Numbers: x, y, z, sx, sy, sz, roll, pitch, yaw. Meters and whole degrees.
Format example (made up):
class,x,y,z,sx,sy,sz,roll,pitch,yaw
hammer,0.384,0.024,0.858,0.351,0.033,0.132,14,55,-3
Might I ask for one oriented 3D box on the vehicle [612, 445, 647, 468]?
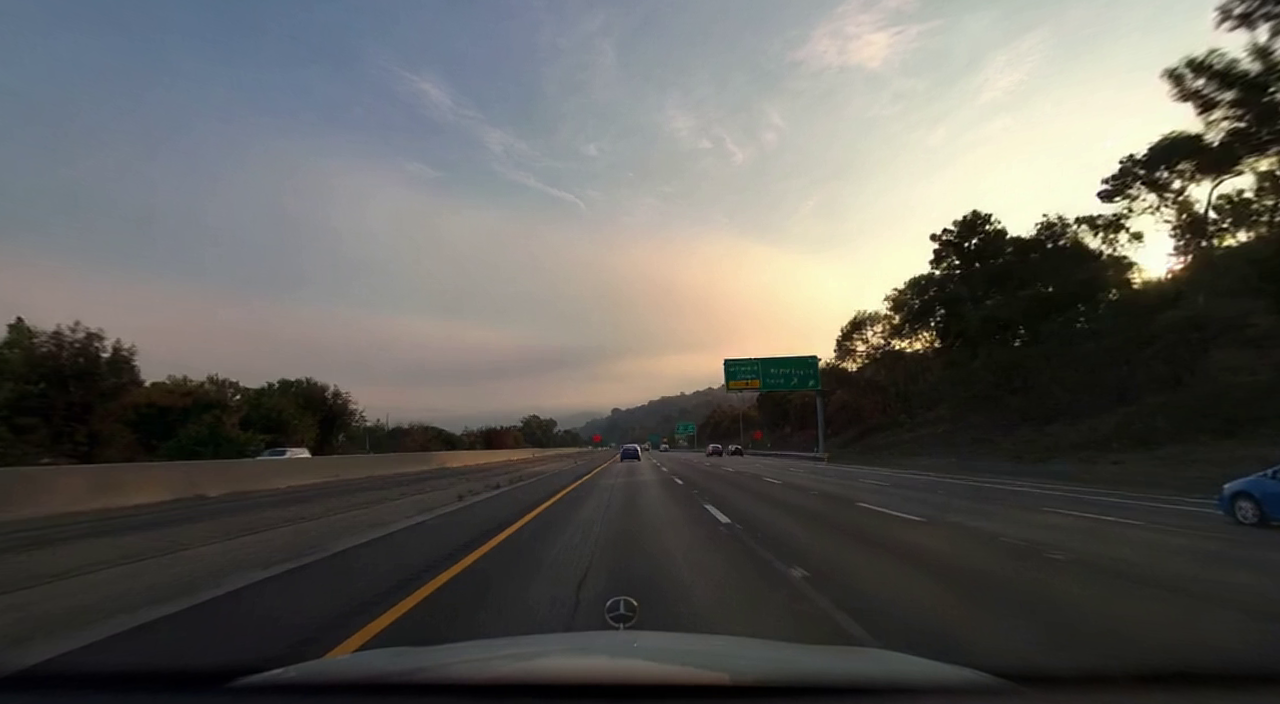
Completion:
class,x,y,z,sx,sy,sz,roll,pitch,yaw
vehicle,-0.593,6.235,37.895,2.004,1.259,3.781,1,-8,0

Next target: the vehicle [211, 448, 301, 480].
class,x,y,z,sx,sy,sz,roll,pitch,yaw
vehicle,-21.176,6.176,35.152,2.001,1.573,4.861,0,-8,-1
